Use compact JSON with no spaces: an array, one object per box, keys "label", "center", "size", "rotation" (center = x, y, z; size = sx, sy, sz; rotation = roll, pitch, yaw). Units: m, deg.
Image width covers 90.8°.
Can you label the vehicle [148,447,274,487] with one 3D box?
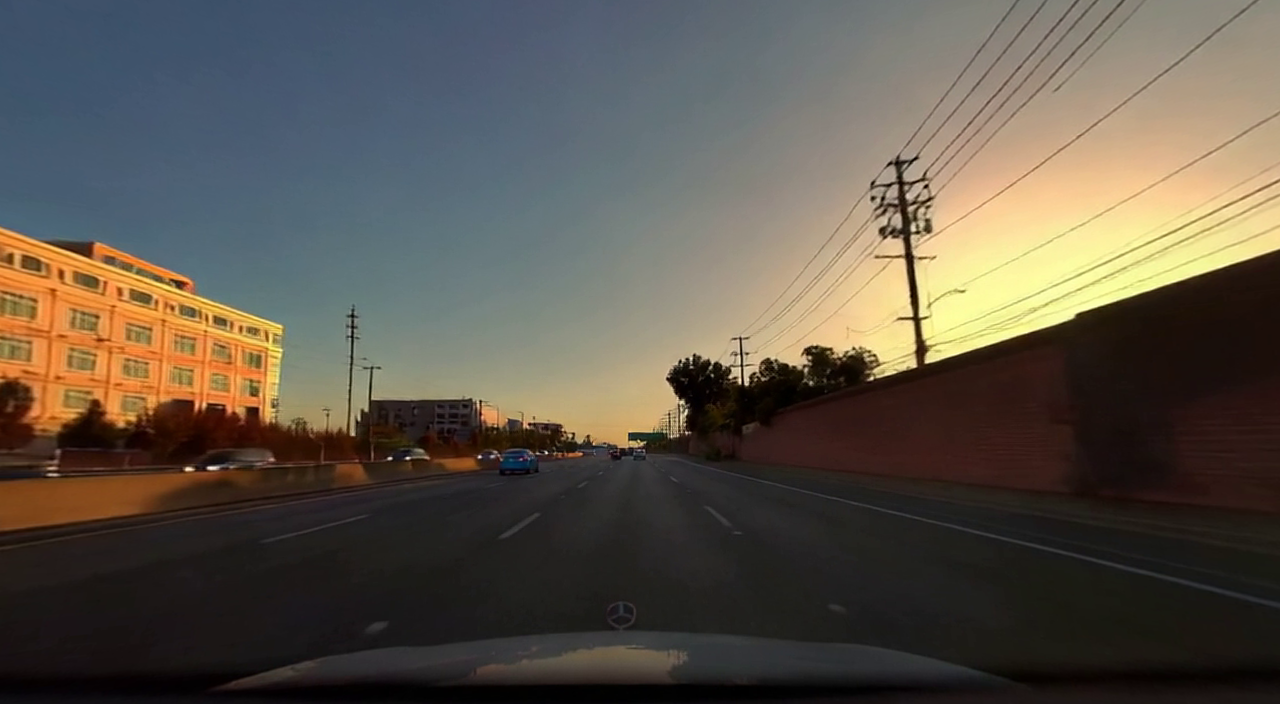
[{"label":"vehicle","center":[-21.915,5.864,32.696],"size":[2.224,1.859,6.117],"rotation":[0,-9,0]}]

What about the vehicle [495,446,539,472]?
[{"label":"vehicle","center":[-7.673,6.702,39.745],"size":[2.013,1.574,3.923],"rotation":[0,-8,0]}]

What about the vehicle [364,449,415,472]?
[{"label":"vehicle","center":[-18.237,7.895,46.268],"size":[1.871,1.596,4.507],"rotation":[0,-8,0]}]
